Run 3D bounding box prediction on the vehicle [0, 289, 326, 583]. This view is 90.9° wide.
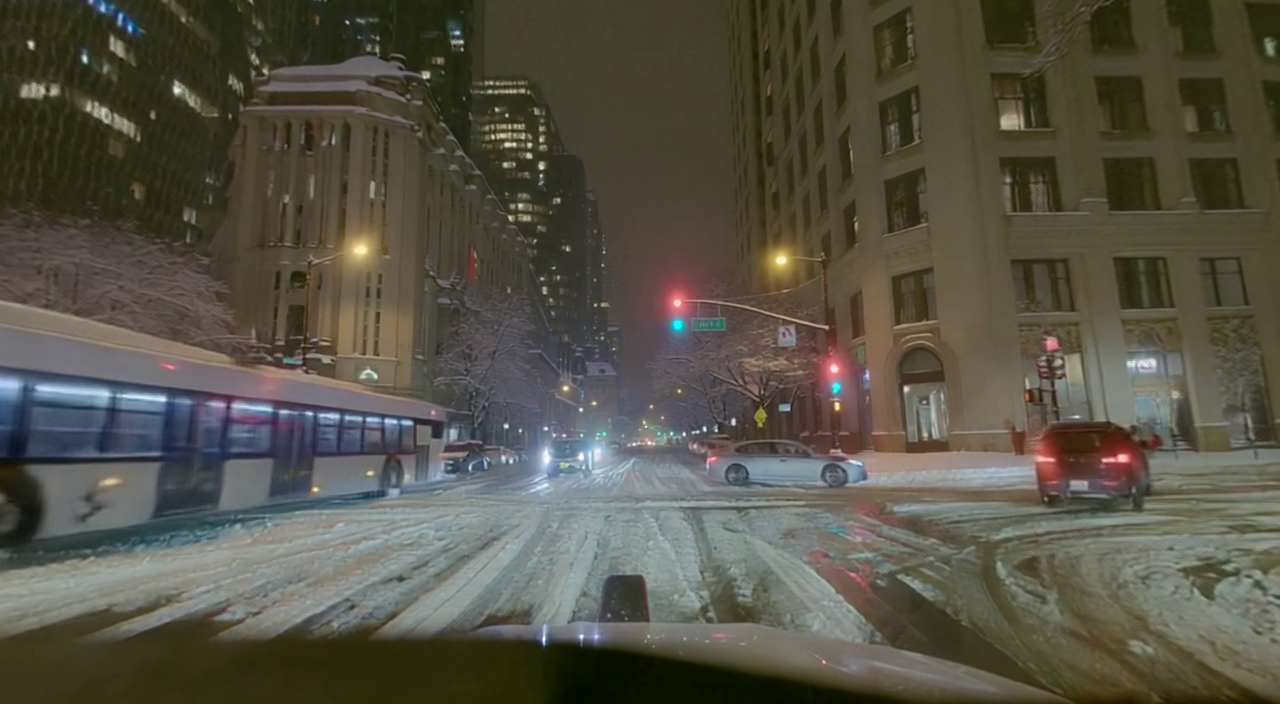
[{"bbox_3d":[-8.949,1.289,9.461,2.916,3.427,10.189,0,-8,2],"label":"vehicle"}]

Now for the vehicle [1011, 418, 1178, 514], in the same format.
[{"bbox_3d":[8.896,2.117,12.182,2.006,1.495,4.271,-8,-11,42],"label":"vehicle"}]

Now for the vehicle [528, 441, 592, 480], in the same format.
[{"bbox_3d":[-3.111,4.336,25.491,1.904,1.402,4.759,0,-8,1],"label":"vehicle"}]

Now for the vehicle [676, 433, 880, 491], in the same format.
[{"bbox_3d":[3.920,3.084,17.955,5.388,1.465,2.050,-3,-9,20],"label":"vehicle"}]
